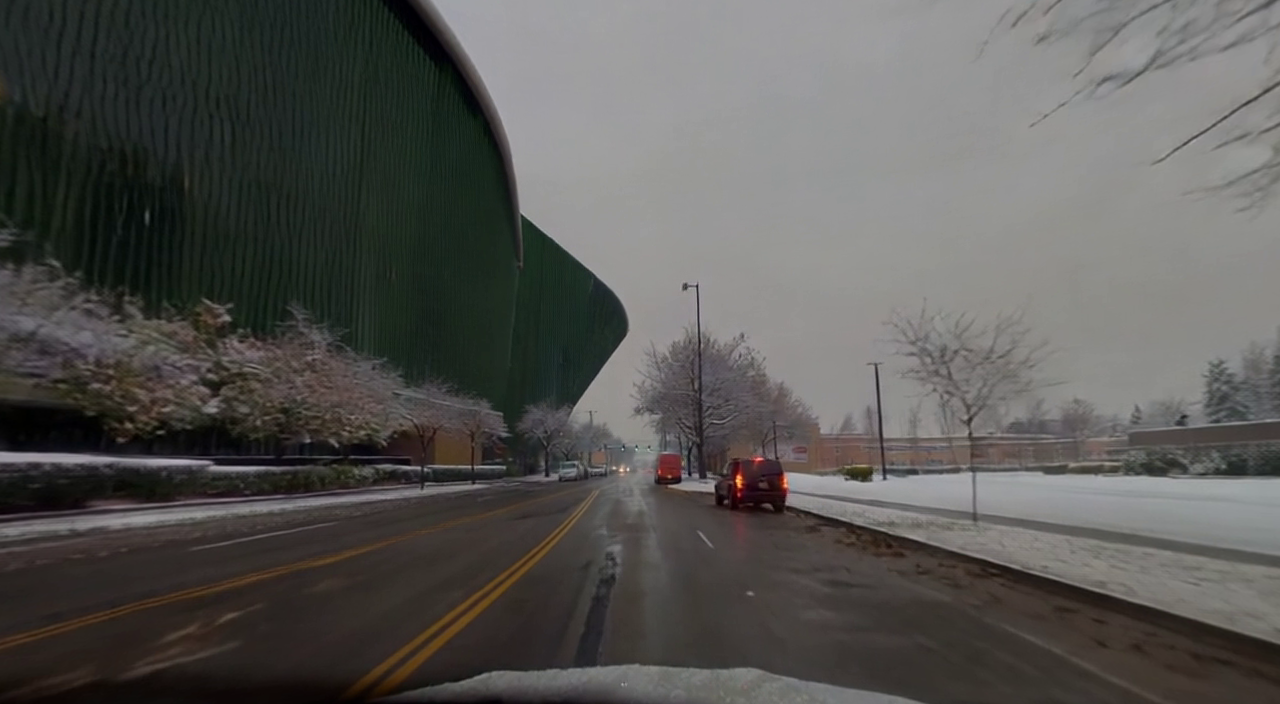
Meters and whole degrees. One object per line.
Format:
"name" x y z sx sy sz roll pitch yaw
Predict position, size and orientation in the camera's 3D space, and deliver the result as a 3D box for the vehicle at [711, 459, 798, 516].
"vehicle" 3.227 3.924 18.532 1.899 1.470 3.666 0 -10 1
